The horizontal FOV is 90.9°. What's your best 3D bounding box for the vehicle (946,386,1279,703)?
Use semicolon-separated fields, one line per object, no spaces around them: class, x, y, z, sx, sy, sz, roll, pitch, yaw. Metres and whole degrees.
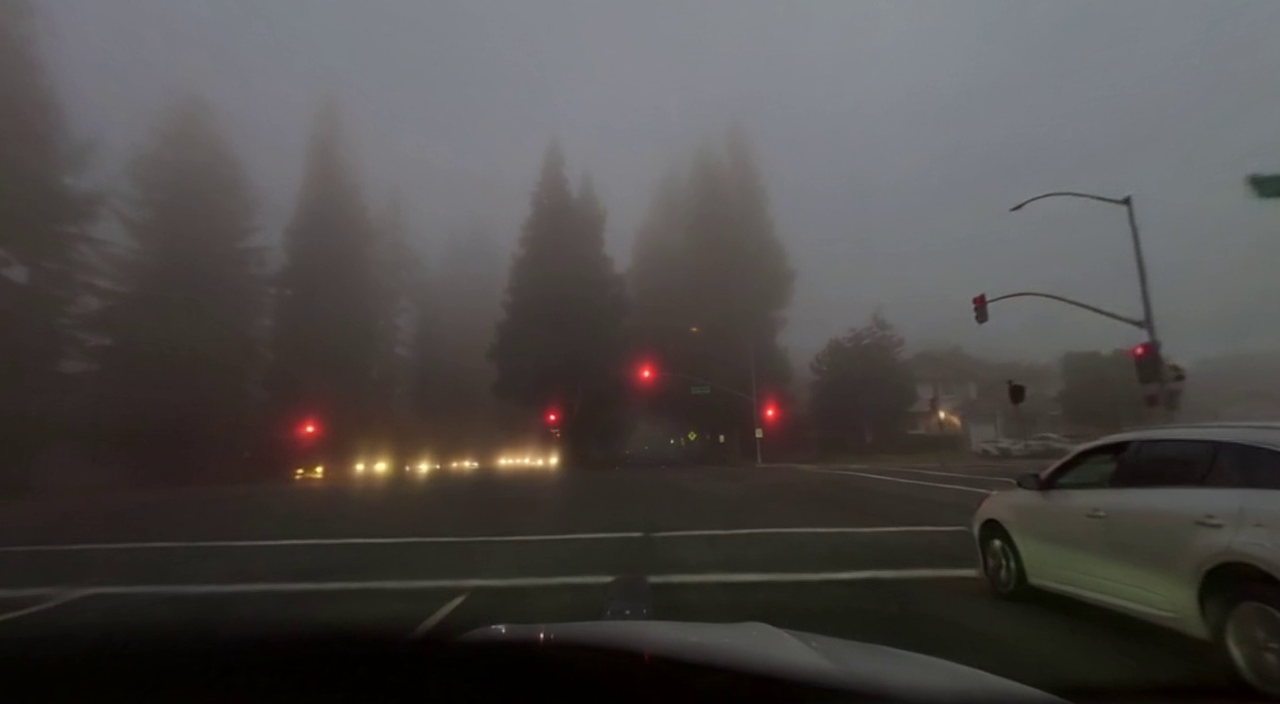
vehicle;4.149;1.202;4.554;2.018;1.591;3.564;0;-9;0

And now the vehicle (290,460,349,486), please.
vehicle;-20.696;7.784;40.893;1.829;1.531;3.777;-1;-9;0

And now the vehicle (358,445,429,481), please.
vehicle;-13.932;6.284;35.941;2.064;1.860;4.683;0;-9;1
